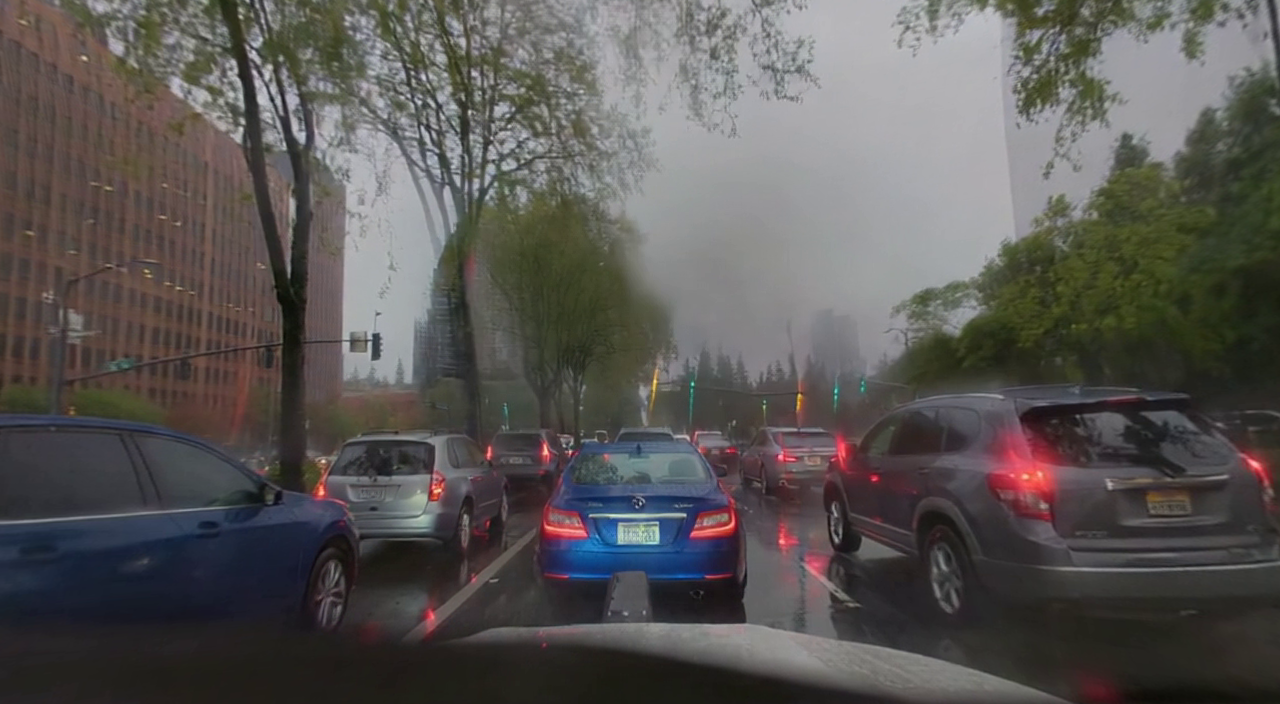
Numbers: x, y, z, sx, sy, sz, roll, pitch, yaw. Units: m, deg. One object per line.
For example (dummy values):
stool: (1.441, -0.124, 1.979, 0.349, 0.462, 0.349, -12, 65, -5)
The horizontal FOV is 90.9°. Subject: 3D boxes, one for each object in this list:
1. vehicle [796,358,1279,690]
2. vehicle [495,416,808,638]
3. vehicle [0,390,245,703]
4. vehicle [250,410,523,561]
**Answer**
vehicle: (3.046, 1.239, 5.649, 2.108, 1.785, 4.334, 0, -9, -1)
vehicle: (0.080, 1.502, 6.383, 2.147, 1.507, 3.953, 0, -8, 0)
vehicle: (-3.402, 0.750, 1.245, 2.144, 1.505, 4.635, -1, -9, 2)
vehicle: (-3.362, 1.889, 9.617, 2.168, 1.719, 4.561, -1, -9, 1)
